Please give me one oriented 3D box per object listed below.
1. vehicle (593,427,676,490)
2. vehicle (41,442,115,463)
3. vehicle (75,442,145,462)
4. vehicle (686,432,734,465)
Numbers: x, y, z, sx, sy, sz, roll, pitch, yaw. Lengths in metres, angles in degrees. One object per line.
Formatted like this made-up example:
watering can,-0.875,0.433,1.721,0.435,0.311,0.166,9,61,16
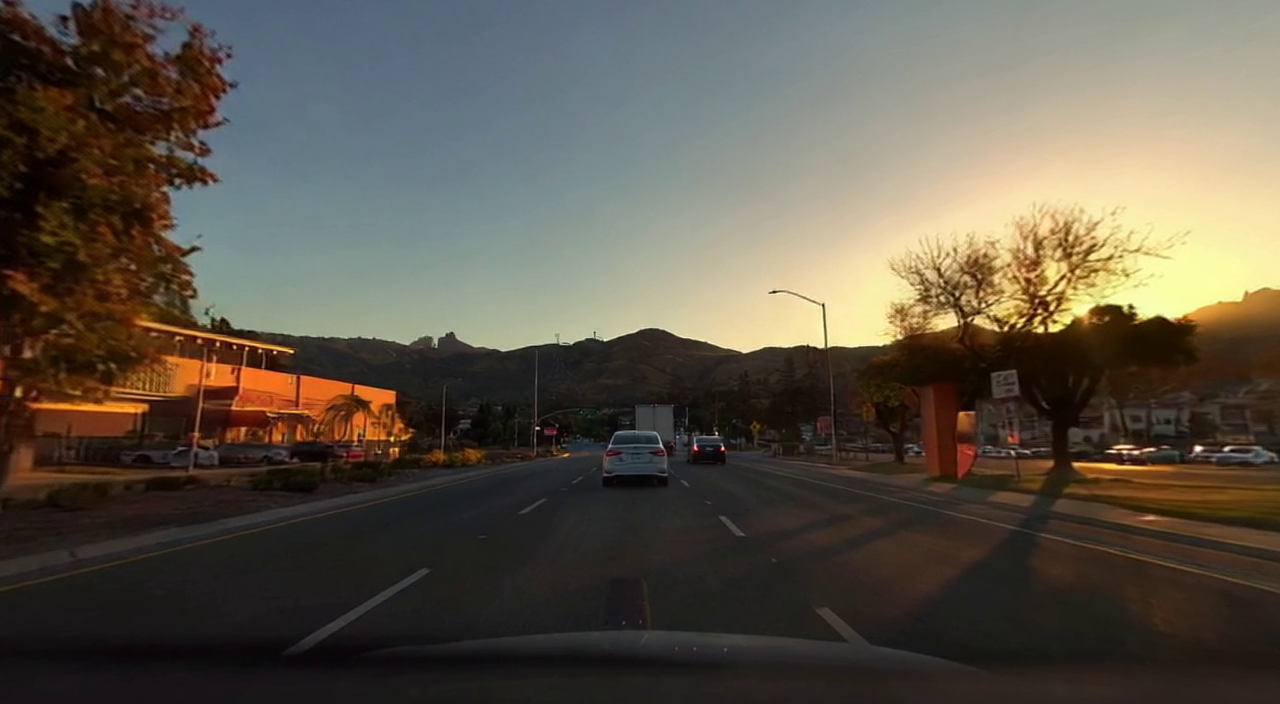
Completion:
vehicle,-0.174,3.078,18.462,2.193,1.651,3.946,0,-8,-1
vehicle,-36.887,6.607,41.270,3.245,1.338,1.536,4,-9,-25
vehicle,-37.249,7.010,44.184,3.325,1.360,1.590,3,-9,-22
vehicle,3.727,5.214,34.151,2.088,1.655,4.360,0,-8,-1
